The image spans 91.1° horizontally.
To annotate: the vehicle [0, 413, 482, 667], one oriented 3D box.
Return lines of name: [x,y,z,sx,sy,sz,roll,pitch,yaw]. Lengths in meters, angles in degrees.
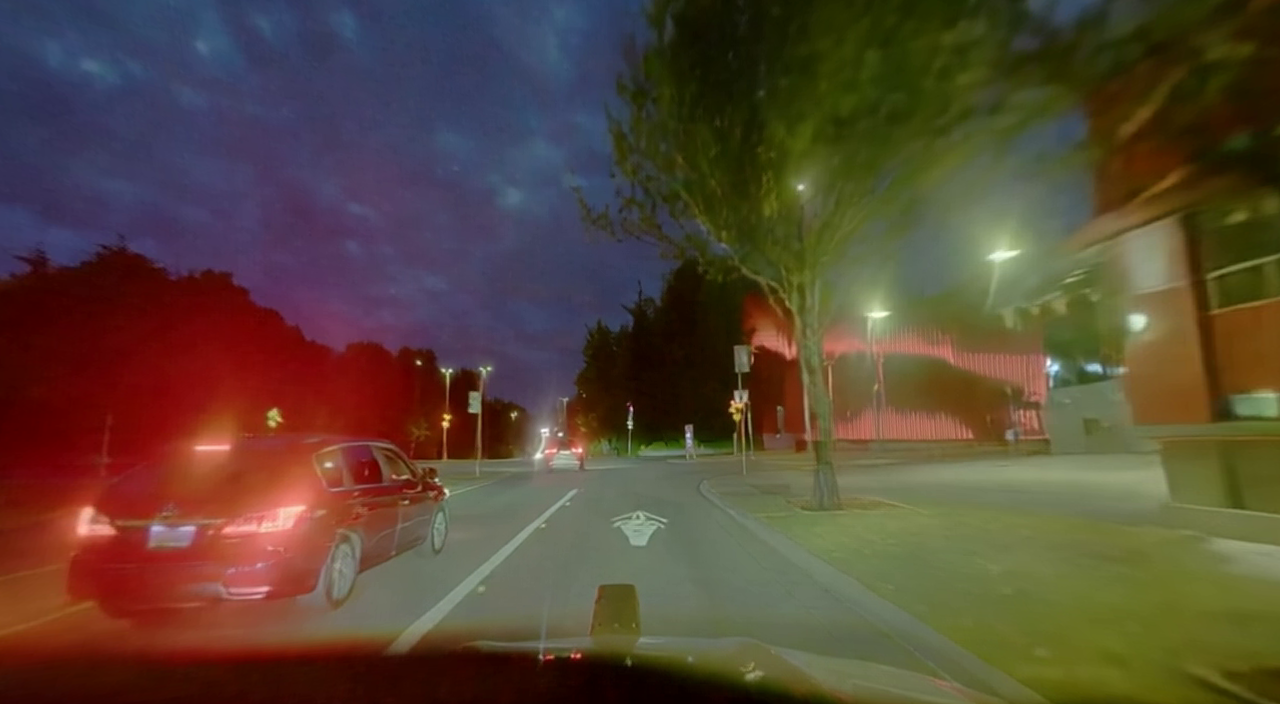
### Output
vehicle: [-3.023,1.412,5.956,1.853,1.478,4.381,0,-8,1]

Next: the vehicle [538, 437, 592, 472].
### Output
vehicle: [-3.229,4.481,27.840,1.962,1.424,4.289,0,-8,-1]
